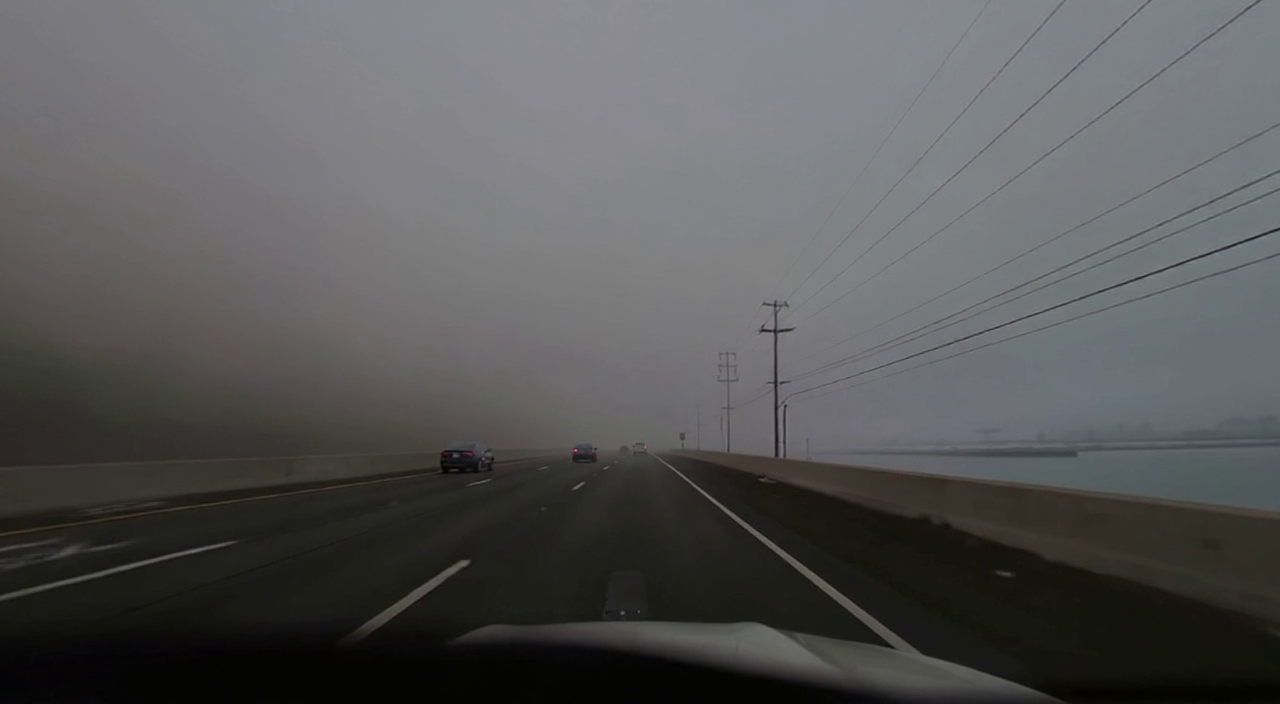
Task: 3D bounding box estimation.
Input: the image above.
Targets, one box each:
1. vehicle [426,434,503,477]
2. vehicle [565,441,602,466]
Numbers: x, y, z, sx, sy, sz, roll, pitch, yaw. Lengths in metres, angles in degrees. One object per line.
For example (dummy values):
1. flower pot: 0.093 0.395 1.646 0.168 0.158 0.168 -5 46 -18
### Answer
1. vehicle: -7.531 4.473 27.535 2.050 1.717 4.418 0 -8 0
2. vehicle: -3.545 6.496 40.435 1.957 1.494 4.207 0 -8 1
